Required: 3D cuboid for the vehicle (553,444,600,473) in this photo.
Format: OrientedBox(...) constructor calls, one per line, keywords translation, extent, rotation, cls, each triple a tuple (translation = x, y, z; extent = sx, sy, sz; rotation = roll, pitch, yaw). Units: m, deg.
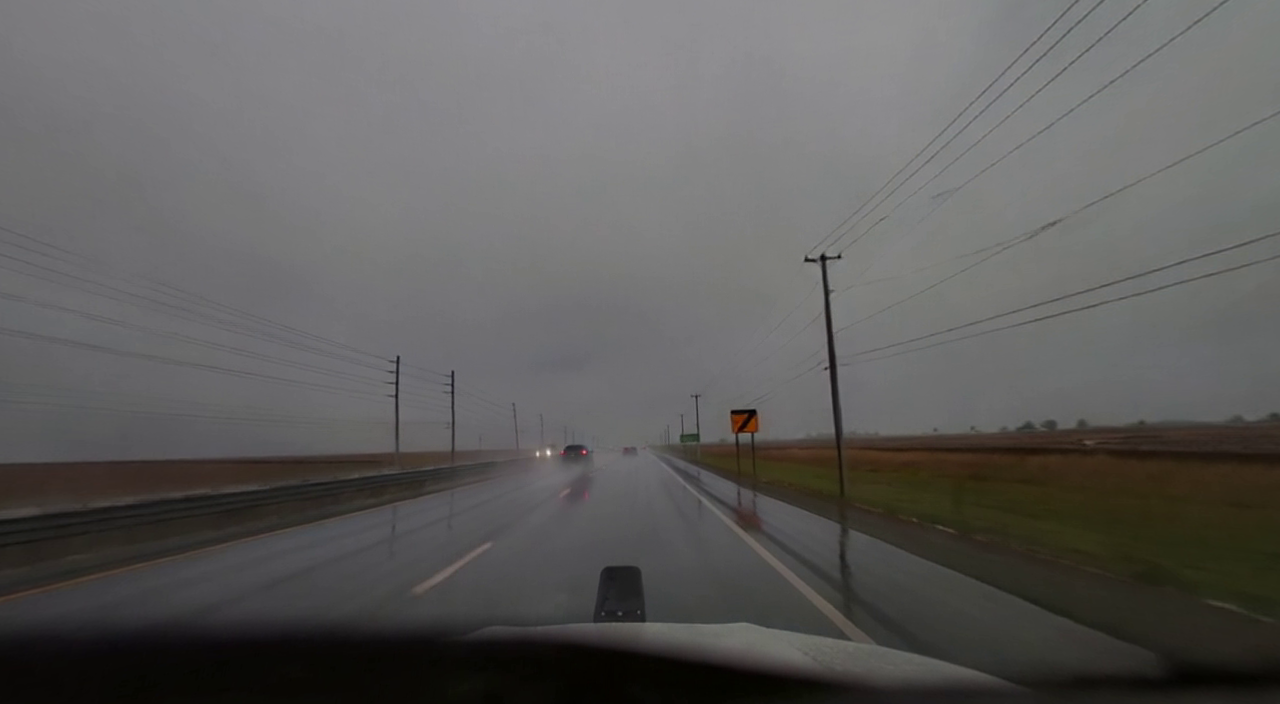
OrientedBox(translation=(-3.534, 6.062, 35.973), extent=(2.106, 1.543, 4.465), rotation=(0, -9, 1), cls="vehicle")
